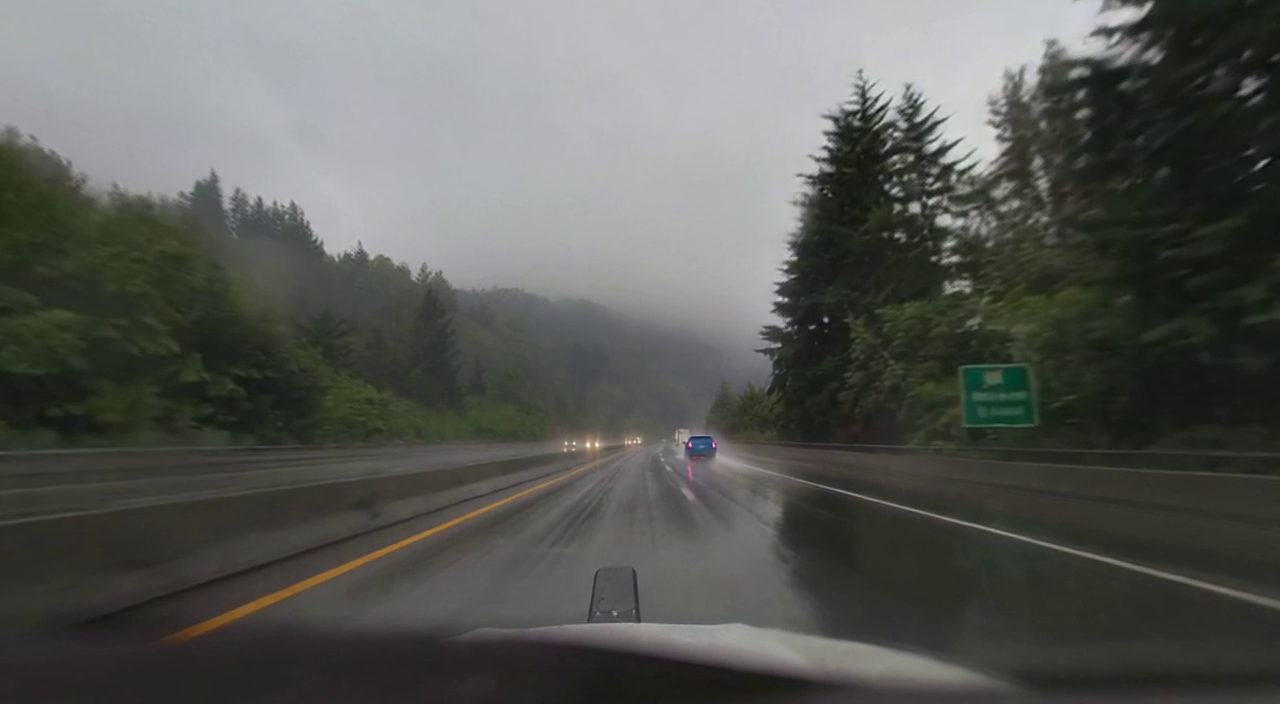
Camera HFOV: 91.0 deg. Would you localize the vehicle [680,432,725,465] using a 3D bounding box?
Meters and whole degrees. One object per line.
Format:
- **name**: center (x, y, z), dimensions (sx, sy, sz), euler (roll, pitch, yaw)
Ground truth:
- **vehicle**: center (3.325, 5.270, 34.396), dimensions (2.022, 1.663, 4.245), euler (0, -8, 0)
